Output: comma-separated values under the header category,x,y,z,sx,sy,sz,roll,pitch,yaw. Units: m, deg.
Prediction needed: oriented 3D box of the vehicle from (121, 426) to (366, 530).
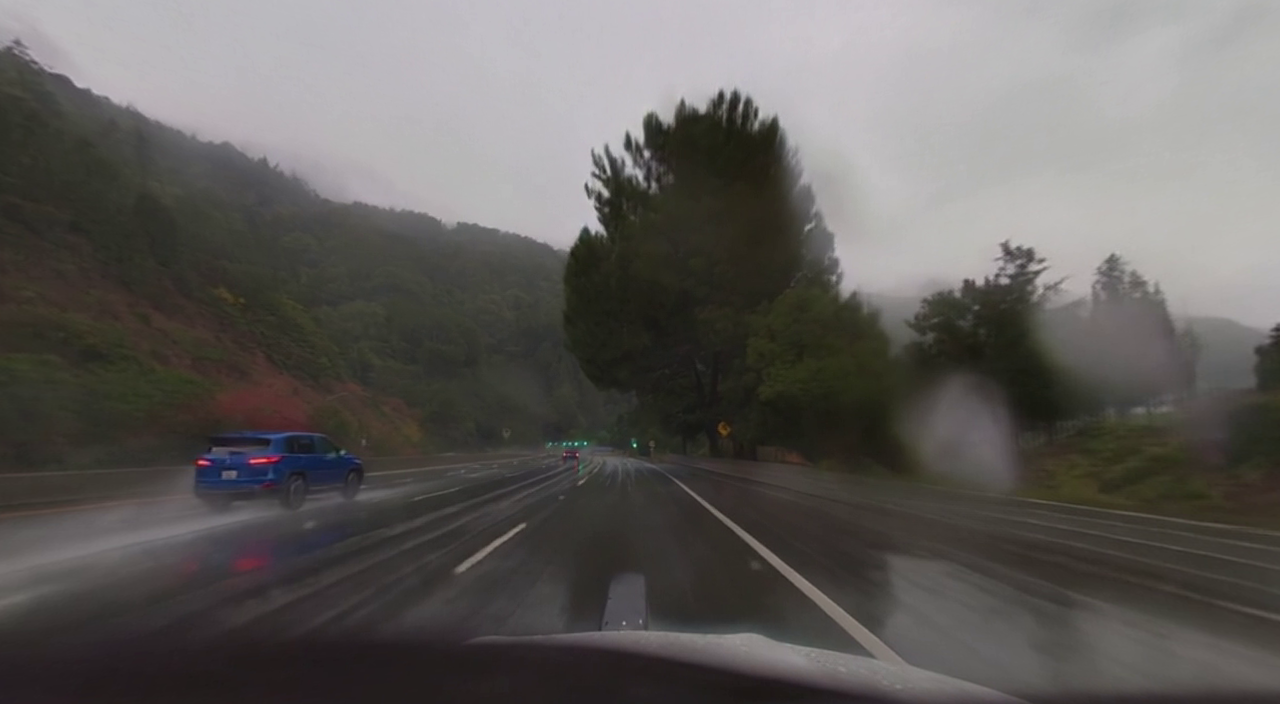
category,x,y,z,sx,sy,sz,roll,pitch,yaw
vehicle,-7.646,2.461,12.892,2.046,1.712,4.533,0,-9,0
